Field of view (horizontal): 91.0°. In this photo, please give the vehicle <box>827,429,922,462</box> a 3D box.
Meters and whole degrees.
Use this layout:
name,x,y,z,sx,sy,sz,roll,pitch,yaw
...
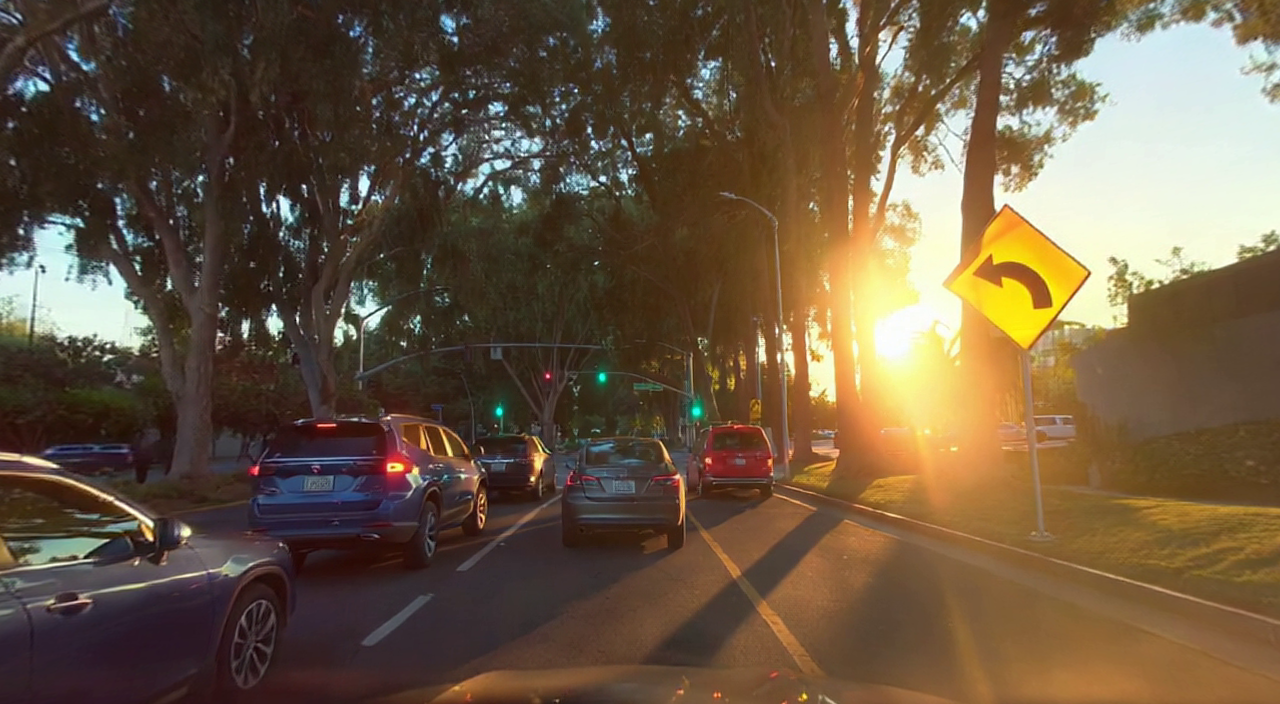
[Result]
name,x,y,z,sx,sy,sz,roll,pitch,yaw
vehicle,11.364,4.559,30.700,3.883,1.534,1.779,0,-8,2

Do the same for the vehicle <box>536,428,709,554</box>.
name,x,y,z,sx,sy,sz,roll,pitch,yaw
vehicle,-0.257,1.916,9.342,2.025,1.453,3.848,0,-8,-2

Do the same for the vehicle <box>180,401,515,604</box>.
name,x,y,z,sx,sy,sz,roll,pitch,yaw
vehicle,-2.895,1.577,7.450,1.964,1.712,4.097,0,-8,0

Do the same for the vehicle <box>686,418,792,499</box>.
name,x,y,z,sx,sy,sz,roll,pitch,yaw
vehicle,2.456,2.806,16.878,2.059,1.864,4.541,0,-8,-1

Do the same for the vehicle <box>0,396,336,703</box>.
name,x,y,z,sx,sy,sz,roll,pitch,yaw
vehicle,-2.966,0.840,1.626,1.974,1.484,4.716,0,-8,0
